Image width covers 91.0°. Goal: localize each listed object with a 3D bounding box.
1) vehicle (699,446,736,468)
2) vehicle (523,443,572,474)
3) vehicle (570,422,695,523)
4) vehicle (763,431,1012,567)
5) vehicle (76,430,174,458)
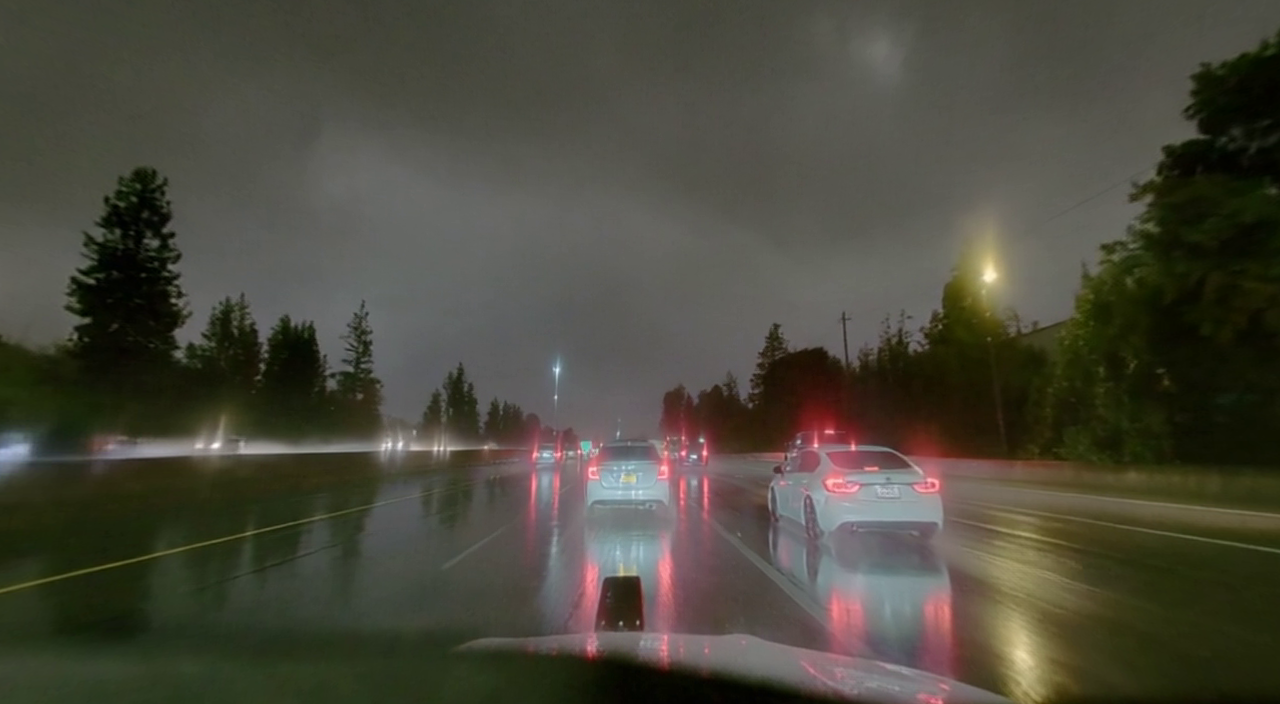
[{"bbox_3d":[5.822,7.948,47.763,1.972,1.521,4.498,1,-9,-3],"label":"vehicle"},{"bbox_3d":[-4.797,5.589,33.185,2.023,1.497,4.526,1,-9,-1],"label":"vehicle"},{"bbox_3d":[-0.155,2.414,13.073,2.181,1.728,3.970,1,-9,-1],"label":"vehicle"},{"bbox_3d":[3.280,2.024,9.445,1.975,1.532,4.227,1,-9,-1],"label":"vehicle"},{"bbox_3d":[-30.497,5.493,37.520,1.862,1.506,4.793,1,-9,-2],"label":"vehicle"}]
